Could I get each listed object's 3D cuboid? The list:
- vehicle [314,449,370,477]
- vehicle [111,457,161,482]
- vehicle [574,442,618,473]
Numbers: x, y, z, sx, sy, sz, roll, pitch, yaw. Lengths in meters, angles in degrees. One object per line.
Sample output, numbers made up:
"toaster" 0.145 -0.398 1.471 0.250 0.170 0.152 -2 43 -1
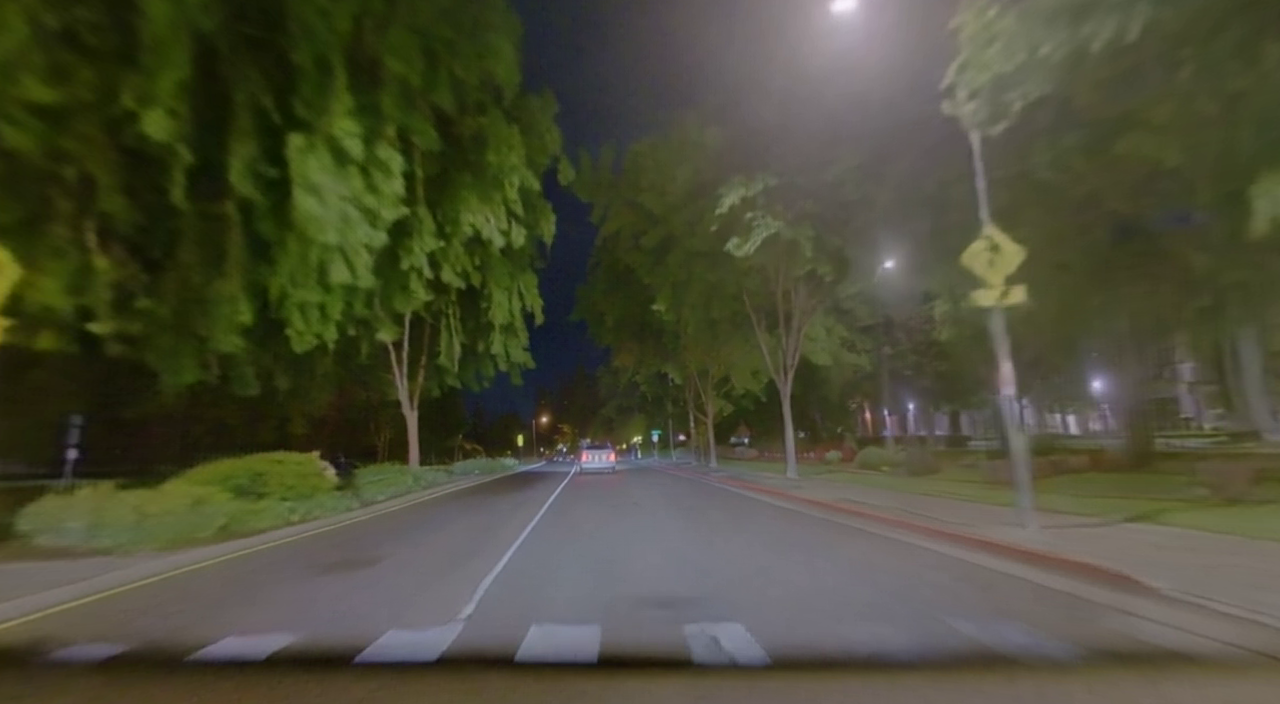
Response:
"vehicle" -21.846 8.123 46.537 2.109 1.858 5.253 1 -9 -7
"vehicle" -34.724 8.052 43.611 1.809 1.551 4.352 4 -10 -27
"vehicle" -2.265 5.459 32.969 2.142 1.501 4.273 0 -9 -4
